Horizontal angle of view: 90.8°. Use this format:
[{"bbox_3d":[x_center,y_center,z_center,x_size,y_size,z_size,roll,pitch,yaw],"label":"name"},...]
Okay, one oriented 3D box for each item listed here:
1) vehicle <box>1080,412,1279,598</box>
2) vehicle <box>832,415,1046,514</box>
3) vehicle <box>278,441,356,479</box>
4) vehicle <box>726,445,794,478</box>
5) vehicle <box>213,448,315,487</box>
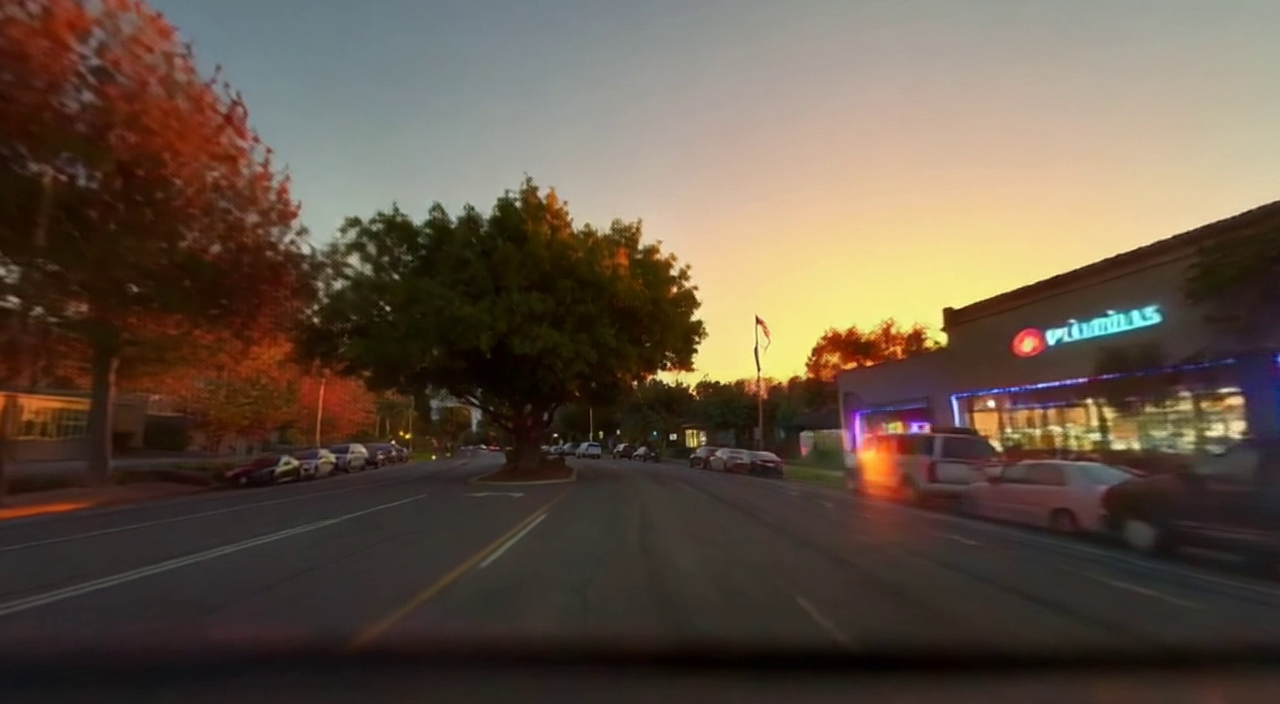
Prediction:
[{"bbox_3d":[7.523,1.519,6.314,2.425,1.818,5.028,0,-9,-3],"label":"vehicle"},{"bbox_3d":[7.391,2.874,16.713,2.543,2.114,5.984,0,-9,-2],"label":"vehicle"},{"bbox_3d":[-16.038,5.372,31.652,1.927,1.748,4.474,1,-9,-7],"label":"vehicle"},{"bbox_3d":[5.946,5.488,31.882,1.872,1.515,4.799,1,-9,-8],"label":"vehicle"},{"bbox_3d":[-15.610,4.768,26.549,2.027,1.470,4.550,1,-9,-9],"label":"vehicle"}]
